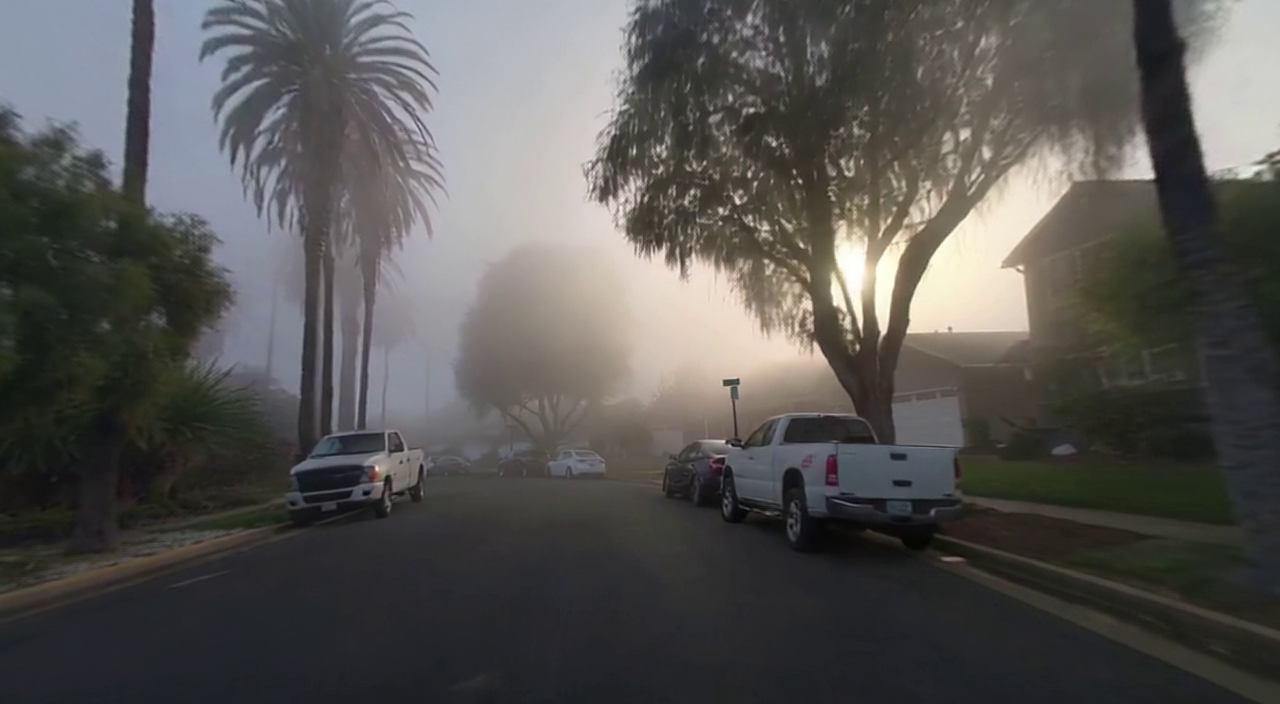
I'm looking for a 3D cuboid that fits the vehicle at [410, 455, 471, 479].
[{"bbox_3d":[-14.036,8.043,44.175,4.768,1.484,2.006,-8,-11,44],"label":"vehicle"}]

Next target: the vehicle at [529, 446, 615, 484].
[{"bbox_3d":[-3.265,5.171,29.204,2.108,1.503,4.977,5,-9,-30],"label":"vehicle"}]

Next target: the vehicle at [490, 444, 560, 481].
[{"bbox_3d":[-6.250,5.870,33.799,1.918,1.753,4.655,6,-10,-34],"label":"vehicle"}]

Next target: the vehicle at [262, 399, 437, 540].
[{"bbox_3d":[-6.333,2.593,14.634,2.337,2.289,6.092,-6,-7,-14],"label":"vehicle"}]

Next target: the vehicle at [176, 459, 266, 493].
[{"bbox_3d":[-32.129,9.530,48.292,5.628,2.109,2.395,1,-13,18],"label":"vehicle"}]

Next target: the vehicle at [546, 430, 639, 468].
[{"bbox_3d":[-3.020,6.213,40.372,5.510,2.121,2.129,0,-8,15],"label":"vehicle"}]

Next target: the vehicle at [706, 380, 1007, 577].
[{"bbox_3d":[2.530,1.641,9.019,2.139,1.997,4.864,1,-8,-6],"label":"vehicle"}]
